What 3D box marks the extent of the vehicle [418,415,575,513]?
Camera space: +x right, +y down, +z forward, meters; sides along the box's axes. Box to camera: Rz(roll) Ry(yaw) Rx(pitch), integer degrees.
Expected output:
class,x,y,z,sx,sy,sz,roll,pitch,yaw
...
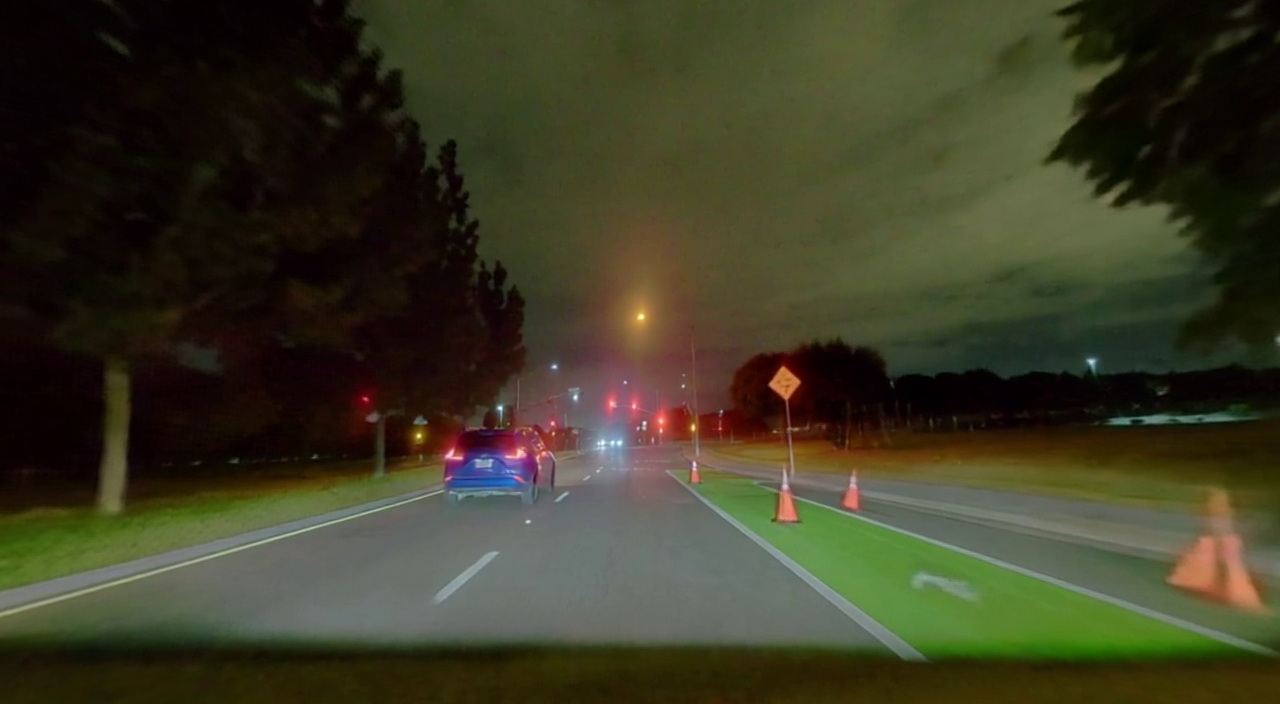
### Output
class,x,y,z,sx,sy,sz,roll,pitch,yaw
vehicle,-2.902,2.419,14.064,2.339,1.790,4.629,-1,-8,1
